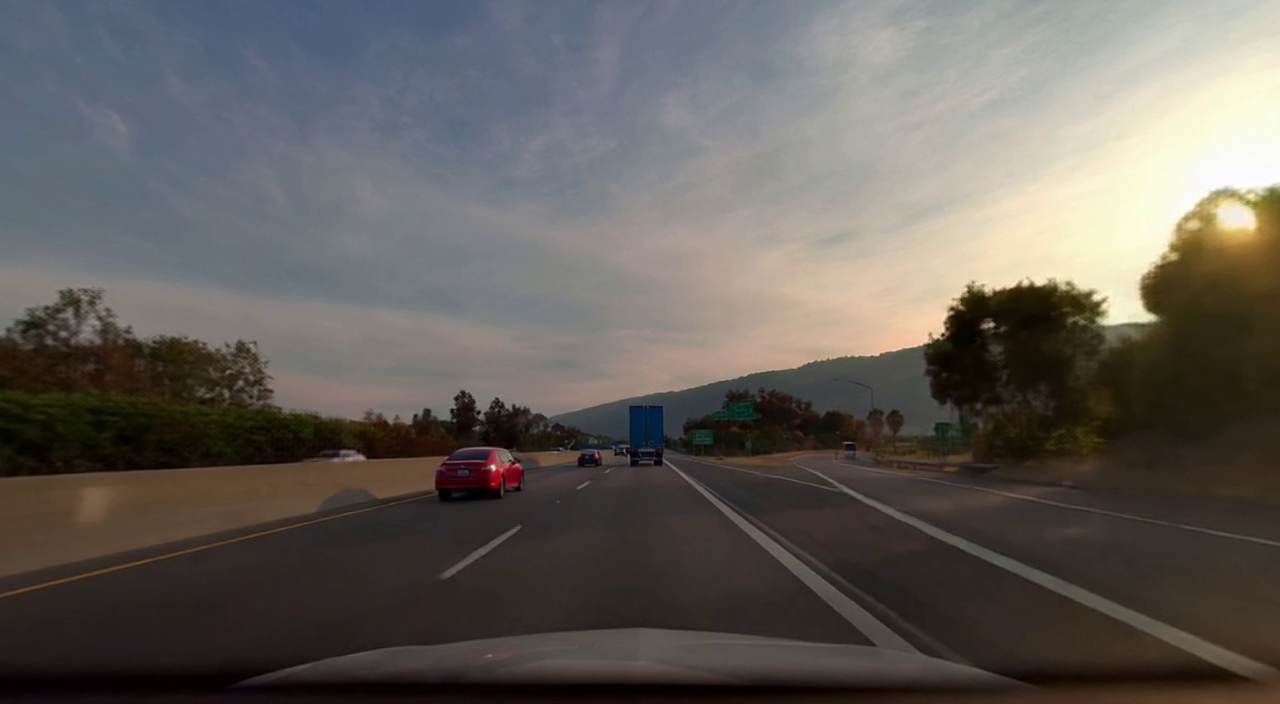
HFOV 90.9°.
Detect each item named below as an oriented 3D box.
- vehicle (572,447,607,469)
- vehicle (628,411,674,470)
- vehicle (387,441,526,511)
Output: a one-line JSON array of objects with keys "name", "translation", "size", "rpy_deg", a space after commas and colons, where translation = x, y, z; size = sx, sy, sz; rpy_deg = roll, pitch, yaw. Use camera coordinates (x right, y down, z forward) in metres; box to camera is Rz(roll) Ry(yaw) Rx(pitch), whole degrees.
[{"name": "vehicle", "translation": [-3.471, 7.383, 44.070], "size": [1.981, 1.435, 4.199], "rpy_deg": [0, -9, 2]}, {"name": "vehicle", "translation": [0.724, 6.262, 44.189], "size": [2.893, 3.628, 9.081], "rpy_deg": [0, -9, 1]}, {"name": "vehicle", "translation": [-4.245, 2.933, 15.408], "size": [2.010, 1.461, 4.391], "rpy_deg": [0, -9, 1]}]
